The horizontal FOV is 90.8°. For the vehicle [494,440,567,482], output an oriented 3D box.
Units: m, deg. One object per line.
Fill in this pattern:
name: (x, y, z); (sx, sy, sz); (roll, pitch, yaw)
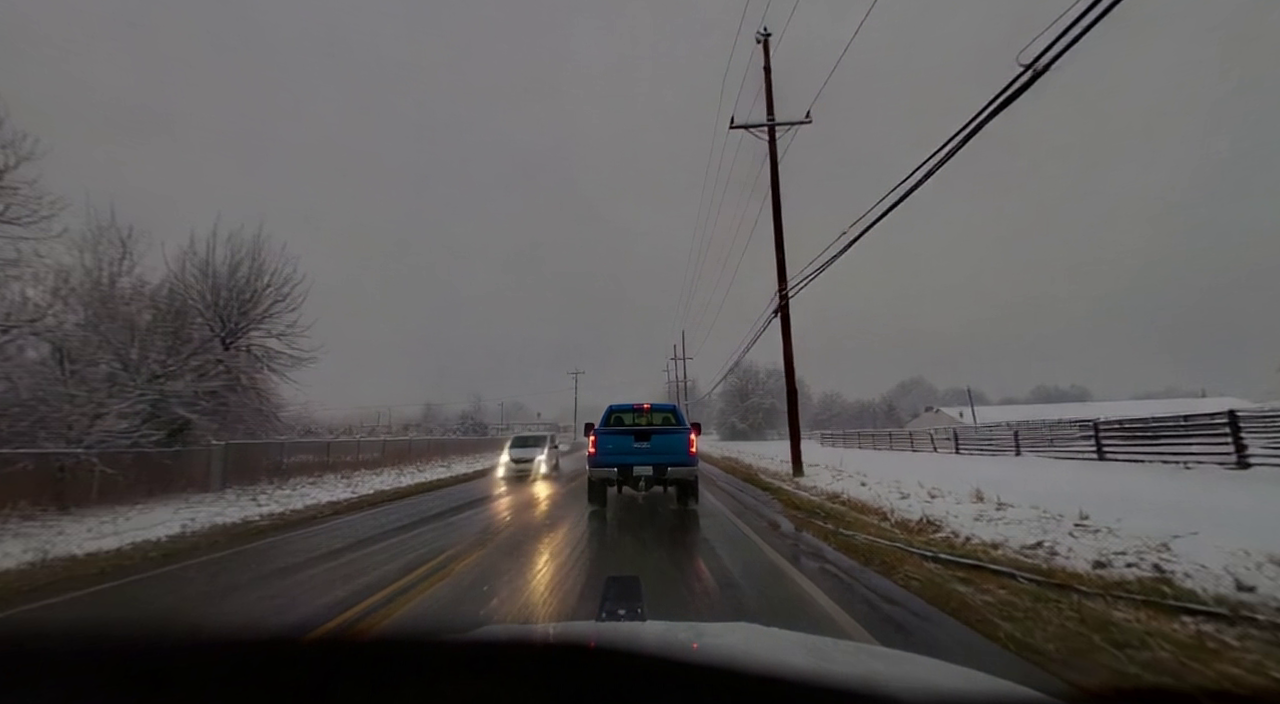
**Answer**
vehicle: (-4.101, 4.177, 24.414); (1.974, 1.455, 4.289); (0, -8, 1)

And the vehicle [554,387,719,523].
vehicle: (-0.087, 2.116, 13.352); (2.693, 2.223, 5.885); (0, -8, -1)
